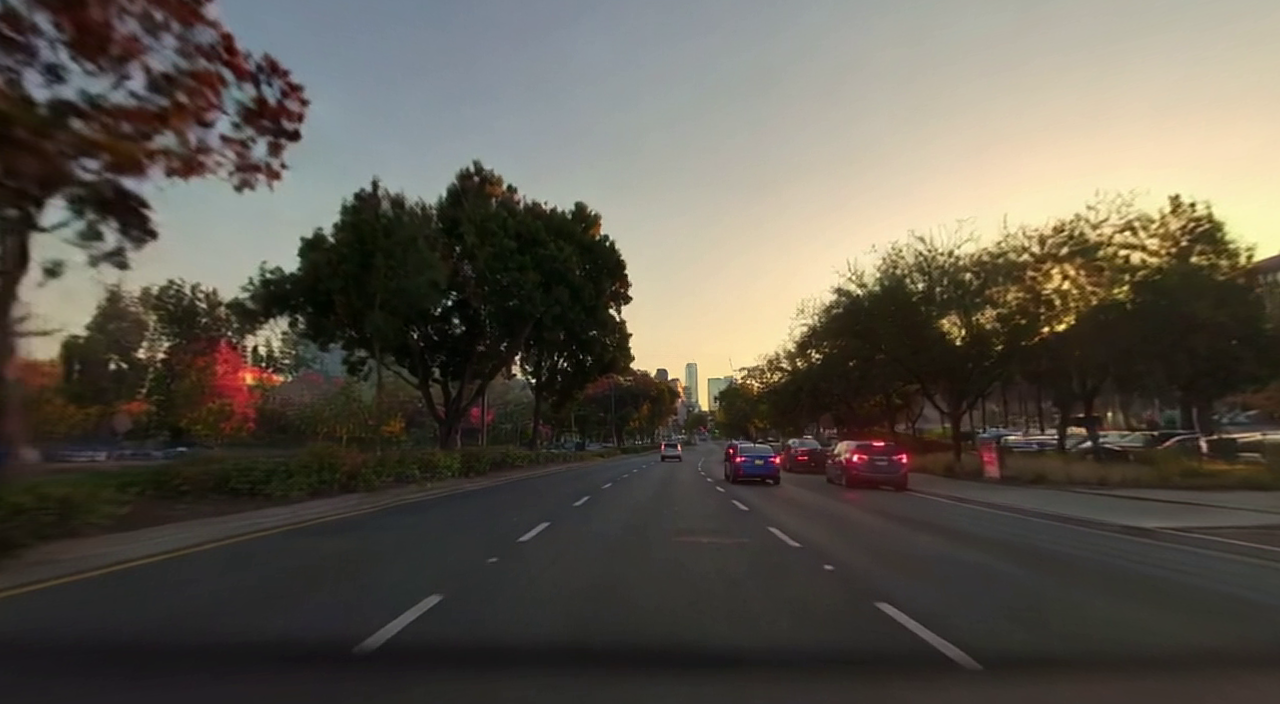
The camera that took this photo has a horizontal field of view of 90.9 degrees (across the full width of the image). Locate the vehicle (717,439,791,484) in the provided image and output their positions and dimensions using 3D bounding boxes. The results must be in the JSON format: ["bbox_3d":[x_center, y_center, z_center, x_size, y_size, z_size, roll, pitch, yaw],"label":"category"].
[{"bbox_3d":[4.166,4.073,23.776,1.981,1.499,4.536,0,-8,1],"label":"vehicle"}]

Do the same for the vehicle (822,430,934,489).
[{"bbox_3d":[8.061,3.695,21.916,2.104,1.801,4.628,0,-8,1],"label":"vehicle"}]

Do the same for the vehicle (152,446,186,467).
[{"bbox_3d":[-36.851,8.165,49.397,1.838,1.516,4.662,5,-10,-34],"label":"vehicle"}]

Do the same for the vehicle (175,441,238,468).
[{"bbox_3d":[-27.950,6.572,40.558,4.266,1.583,2.078,-7,-11,38],"label":"vehicle"}]
